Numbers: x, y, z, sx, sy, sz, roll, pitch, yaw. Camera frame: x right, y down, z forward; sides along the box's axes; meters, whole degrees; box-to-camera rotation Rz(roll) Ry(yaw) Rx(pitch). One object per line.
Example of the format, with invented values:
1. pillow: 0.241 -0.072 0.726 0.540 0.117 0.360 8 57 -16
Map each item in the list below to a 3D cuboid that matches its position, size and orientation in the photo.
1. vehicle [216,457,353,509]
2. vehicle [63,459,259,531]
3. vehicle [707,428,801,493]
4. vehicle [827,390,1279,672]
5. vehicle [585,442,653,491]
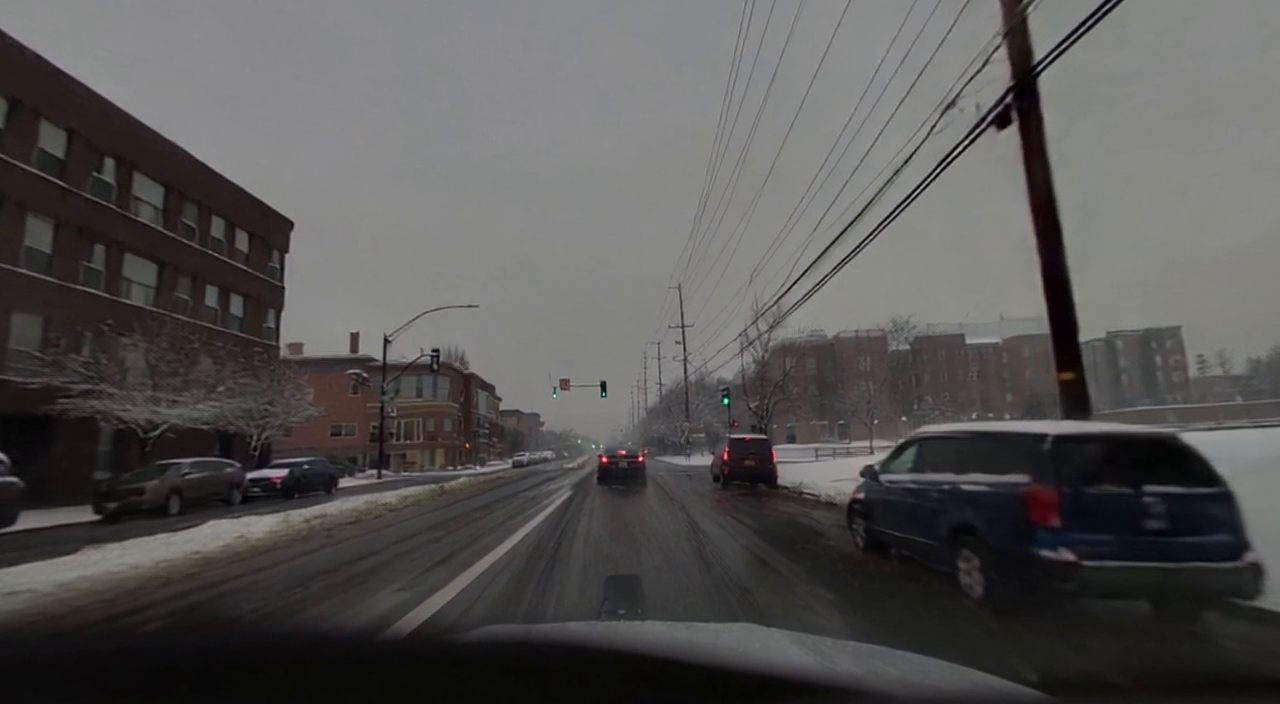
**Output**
1. vehicle: -12.008 4.408 21.790 1.910 1.498 4.662 0 -9 1
2. vehicle: -12.017 3.567 16.245 2.004 1.526 3.807 0 -9 0
3. vehicle: 3.716 3.649 21.680 2.248 1.945 5.011 0 -9 -1
4. vehicle: 3.699 1.459 6.300 2.186 1.764 4.470 0 -9 -1
5. vehicle: -0.637 3.747 20.999 2.019 1.453 4.129 0 -9 0
